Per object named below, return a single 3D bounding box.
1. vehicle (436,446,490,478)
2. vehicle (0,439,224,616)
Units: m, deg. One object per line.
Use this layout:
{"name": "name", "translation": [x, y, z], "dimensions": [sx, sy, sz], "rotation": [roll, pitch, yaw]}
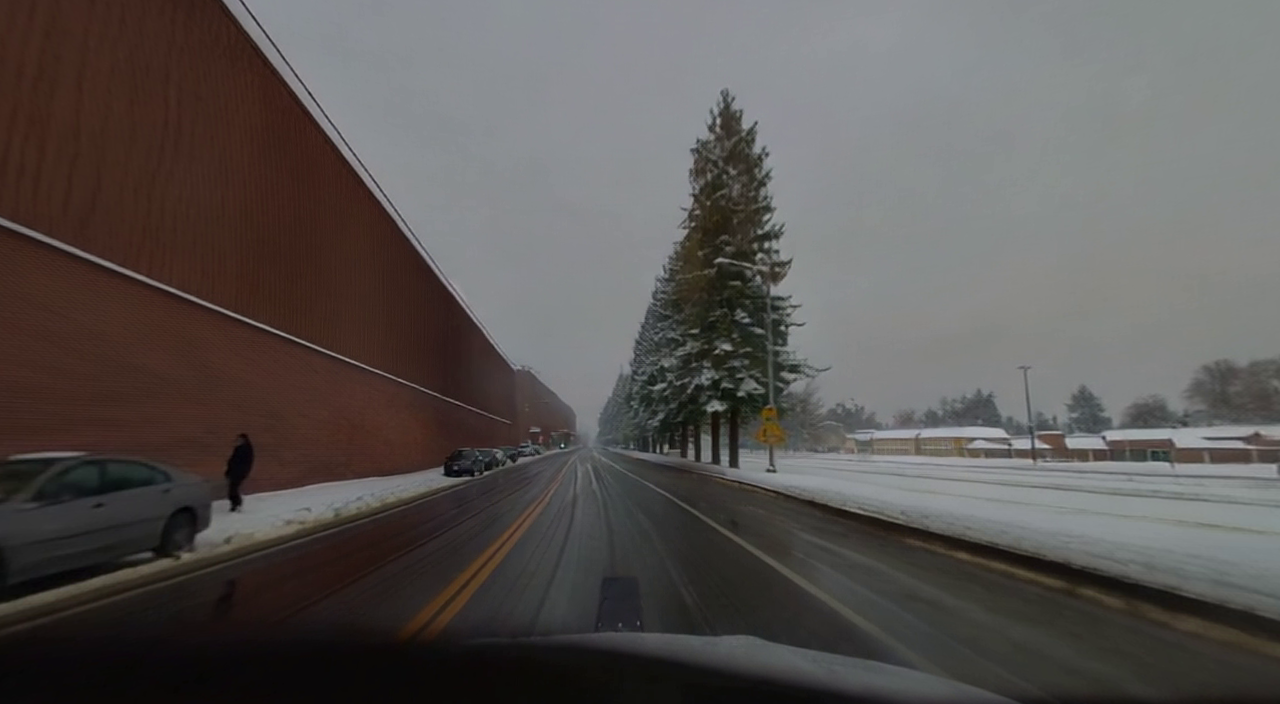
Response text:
{"name": "vehicle", "translation": [-9.362, 5.822, 33.794], "dimensions": [1.899, 1.485, 4.593], "rotation": [2, -8, -5]}
{"name": "vehicle", "translation": [-6.702, 1.711, 6.701], "dimensions": [1.877, 1.507, 4.363], "rotation": [2, -8, -5]}
